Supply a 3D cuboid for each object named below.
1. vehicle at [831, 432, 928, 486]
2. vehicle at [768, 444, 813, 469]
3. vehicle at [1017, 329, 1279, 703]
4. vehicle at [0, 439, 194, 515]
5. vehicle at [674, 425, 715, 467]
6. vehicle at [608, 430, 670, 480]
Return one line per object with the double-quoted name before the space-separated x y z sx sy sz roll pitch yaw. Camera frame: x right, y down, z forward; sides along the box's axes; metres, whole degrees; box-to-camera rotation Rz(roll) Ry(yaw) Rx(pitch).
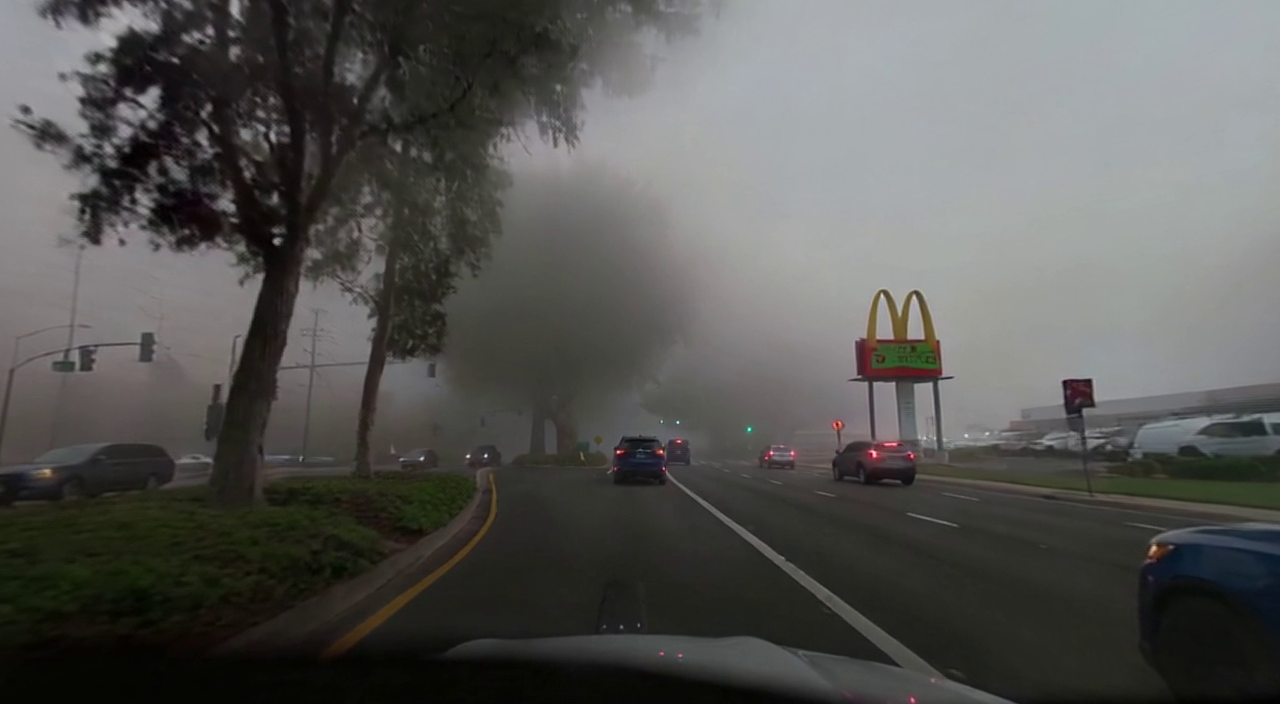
"vehicle" 8.814 3.971 23.701 1.977 1.786 4.344 0 -9 2
"vehicle" 9.425 6.561 39.829 1.879 1.517 4.006 0 -9 0
"vehicle" 3.422 0.680 1.676 2.076 1.716 4.416 0 -9 0
"vehicle" -14.408 3.231 16.658 2.136 1.676 4.371 -1 -9 -2
"vehicle" 3.576 6.252 42.061 2.239 2.586 4.586 0 -8 -1
"vehicle" -0.078 4.347 26.880 2.402 1.938 4.535 0 -9 -1
